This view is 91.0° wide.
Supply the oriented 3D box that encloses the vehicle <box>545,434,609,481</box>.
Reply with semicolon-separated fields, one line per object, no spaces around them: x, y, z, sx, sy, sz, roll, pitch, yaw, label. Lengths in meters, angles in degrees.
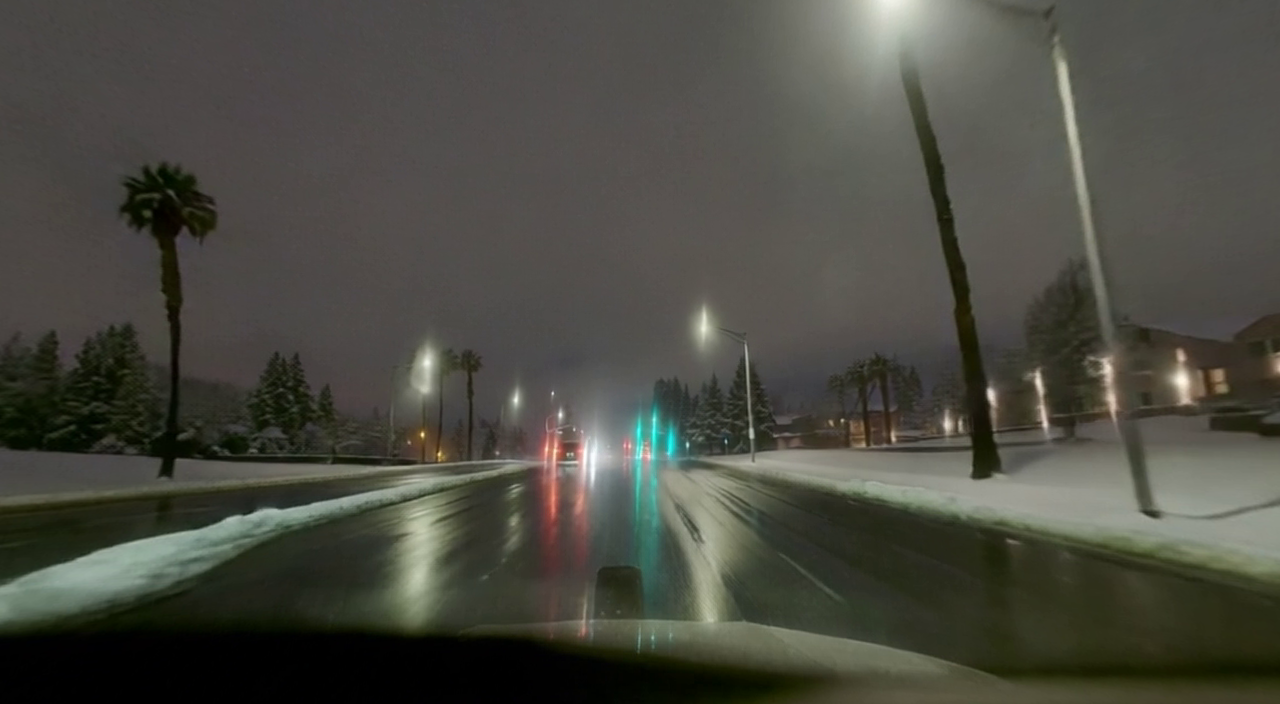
-2.836;4.948;29.800;2.370;1.968;5.698;0;-9;1;vehicle
